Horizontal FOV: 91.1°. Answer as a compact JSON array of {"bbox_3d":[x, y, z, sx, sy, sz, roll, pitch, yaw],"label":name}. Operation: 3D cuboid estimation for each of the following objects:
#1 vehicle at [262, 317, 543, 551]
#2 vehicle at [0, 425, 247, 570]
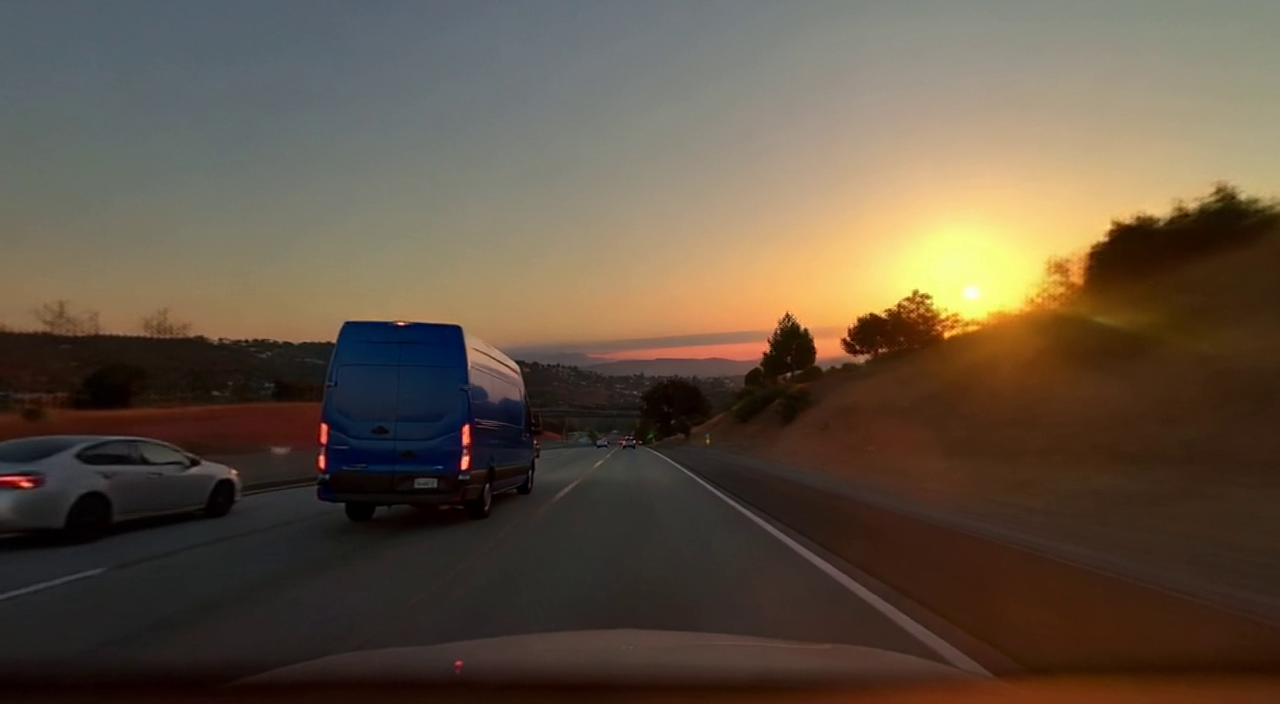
[{"bbox_3d":[-3.363,1.443,11.194,2.428,2.782,7.330,0,-8,-3],"label":"vehicle"},{"bbox_3d":[-7.508,1.691,7.969,1.994,1.466,4.837,0,-8,-1],"label":"vehicle"}]
